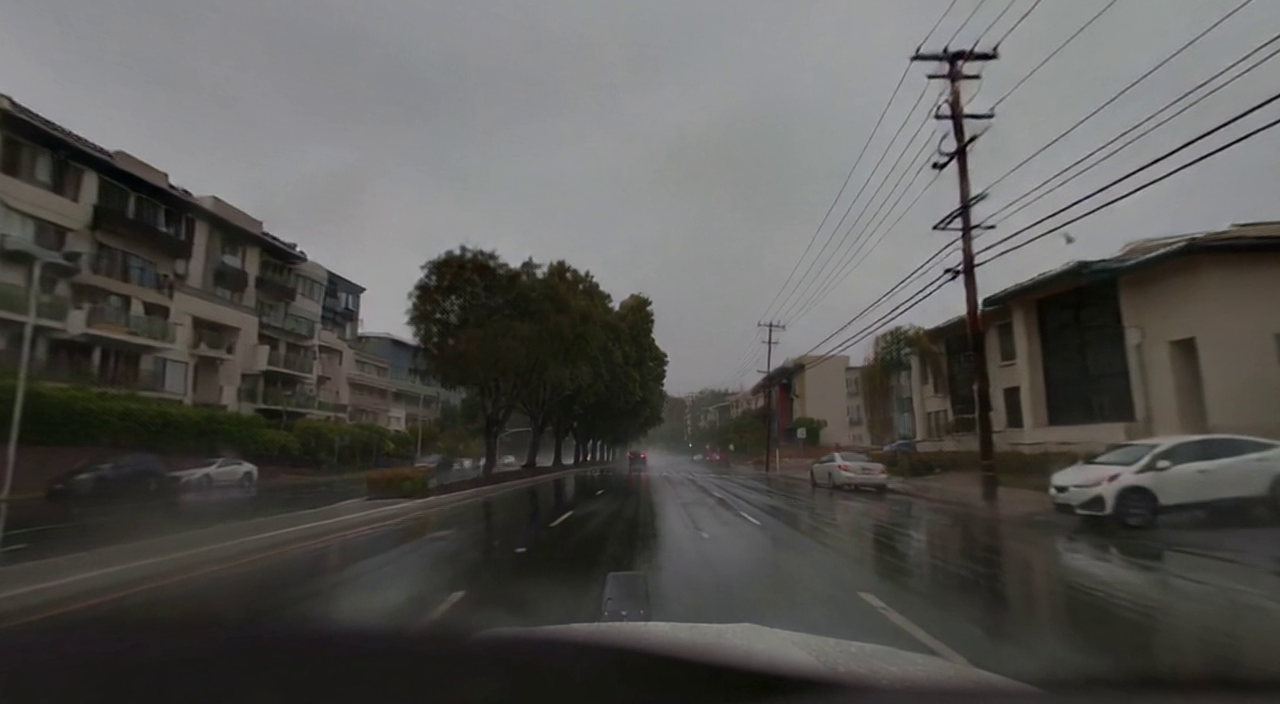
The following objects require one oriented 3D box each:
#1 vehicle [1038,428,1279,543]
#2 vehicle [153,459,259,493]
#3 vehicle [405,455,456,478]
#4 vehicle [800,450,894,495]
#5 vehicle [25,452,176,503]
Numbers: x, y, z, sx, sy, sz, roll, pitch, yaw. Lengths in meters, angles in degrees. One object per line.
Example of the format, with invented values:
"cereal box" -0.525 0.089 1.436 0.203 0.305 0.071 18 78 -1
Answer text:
"vehicle" 9.423 2.137 10.441 4.194 1.682 2.061 -1 -8 3
"vehicle" -21.818 6.226 31.998 1.906 1.487 4.773 0 -8 1
"vehicle" -14.798 8.126 44.827 1.873 1.469 4.442 -1 -8 3
"vehicle" 7.633 4.448 23.732 1.986 1.467 4.412 0 -8 -1
"vehicle" -21.867 5.049 25.883 1.895 1.798 4.703 0 -8 2
